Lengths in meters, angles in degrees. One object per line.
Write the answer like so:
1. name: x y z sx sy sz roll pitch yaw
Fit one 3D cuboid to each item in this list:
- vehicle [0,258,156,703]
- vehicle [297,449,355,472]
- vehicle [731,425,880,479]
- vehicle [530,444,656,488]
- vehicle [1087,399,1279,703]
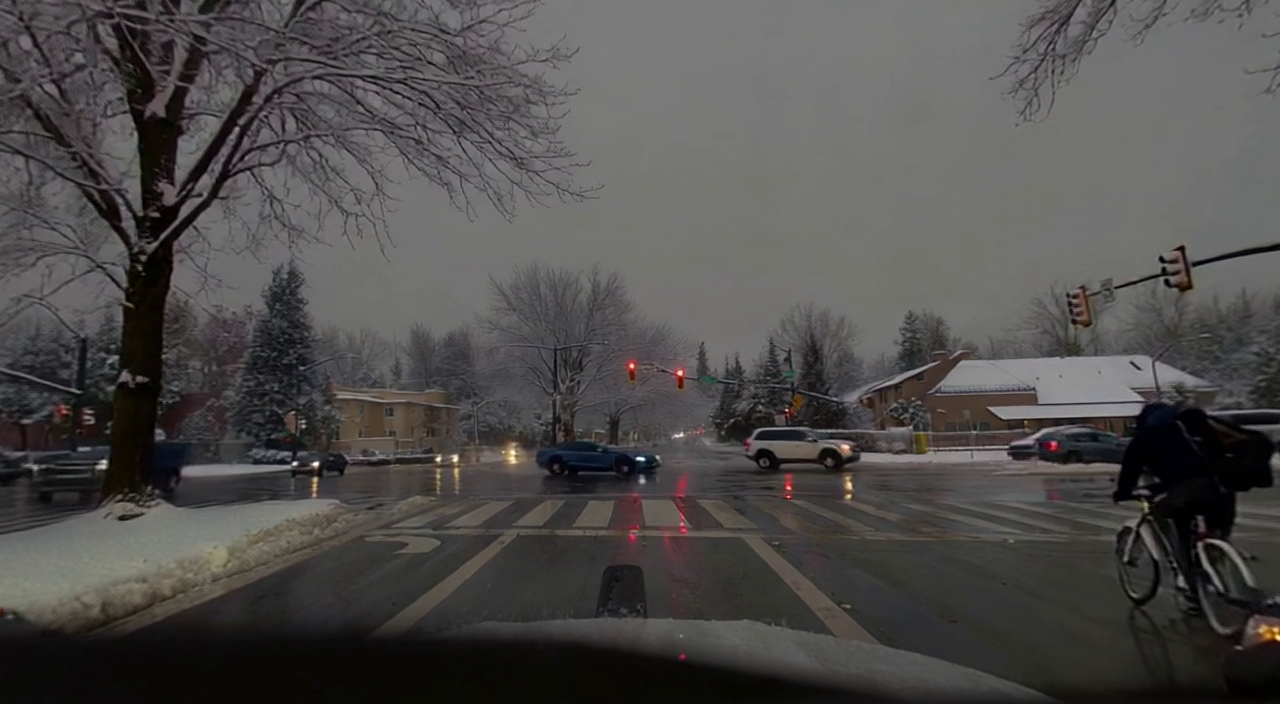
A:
1. vehicle: -3.262 0.359 0.173 2.231 1.898 4.985 0 -8 0
2. vehicle: -22.414 7.759 45.007 1.834 1.494 4.352 0 -8 1
3. vehicle: 6.279 3.795 24.054 4.958 1.842 2.276 -6 -10 34
4. vehicle: -1.633 3.778 21.205 4.050 1.304 1.921 -7 -11 39
5. vehicle: 3.098 0.681 0.664 1.990 1.454 4.490 0 -8 1
